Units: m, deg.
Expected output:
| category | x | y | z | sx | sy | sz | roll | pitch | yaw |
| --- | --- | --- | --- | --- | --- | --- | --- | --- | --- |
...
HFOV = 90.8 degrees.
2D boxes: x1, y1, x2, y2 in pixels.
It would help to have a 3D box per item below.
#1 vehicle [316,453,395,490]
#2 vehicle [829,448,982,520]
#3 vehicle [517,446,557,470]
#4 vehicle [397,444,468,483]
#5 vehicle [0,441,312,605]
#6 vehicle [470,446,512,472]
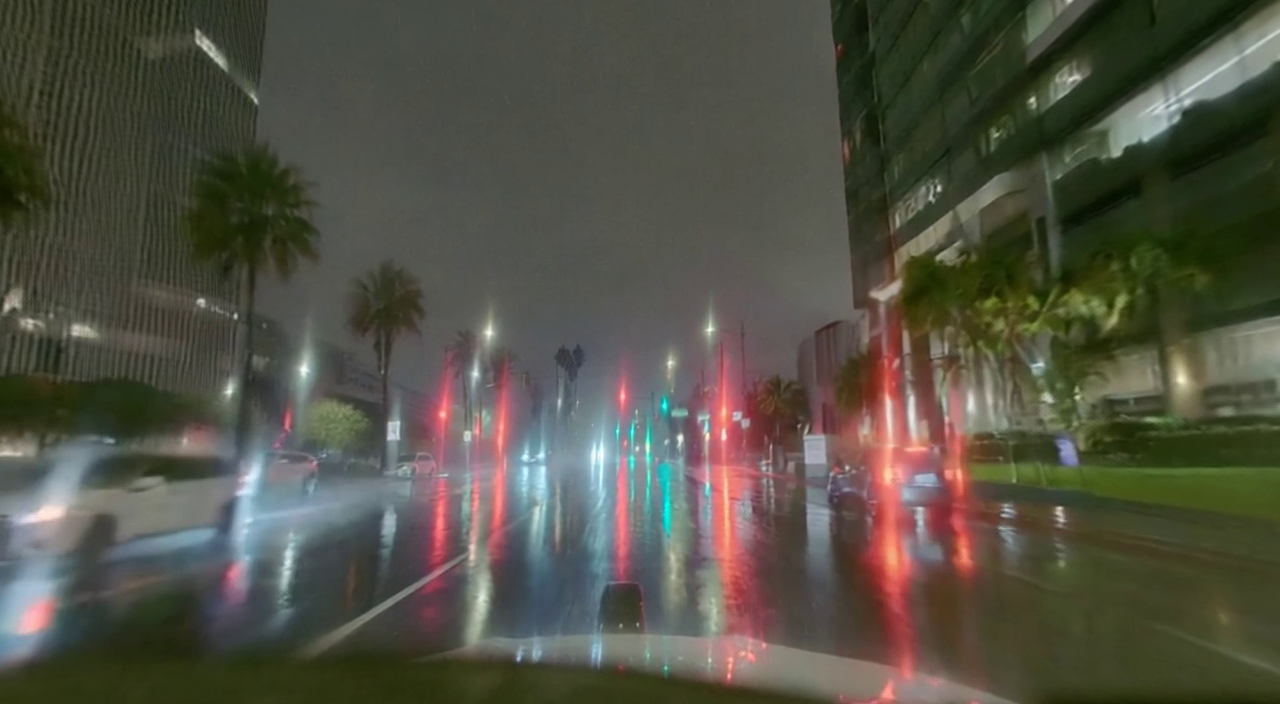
| category | x | y | z | sx | sy | sz | roll | pitch | yaw |
| --- | --- | --- | --- | --- | --- | --- | --- | --- | --- |
| vehicle | -13.337 | 5.587 | 29.867 | 1.855 | 1.546 | 4.095 | 0 | -8 | -1 |
| vehicle | 5.692 | 2.834 | 14.084 | 1.784 | 1.350 | 3.677 | 0 | -8 | 0 |
| vehicle | -6.785 | 7.024 | 42.032 | 1.868 | 1.467 | 4.267 | 0 | -8 | 1 |
| vehicle | -9.844 | 5.287 | 30.319 | 1.940 | 1.726 | 4.395 | 0 | -8 | 0 |
| vehicle | -6.479 | 1.927 | 8.175 | 2.069 | 1.512 | 4.406 | 0 | -8 | 0 |
| vehicle | -10.352 | 7.457 | 44.285 | 1.923 | 1.662 | 4.318 | 0 | -8 | -1 |
